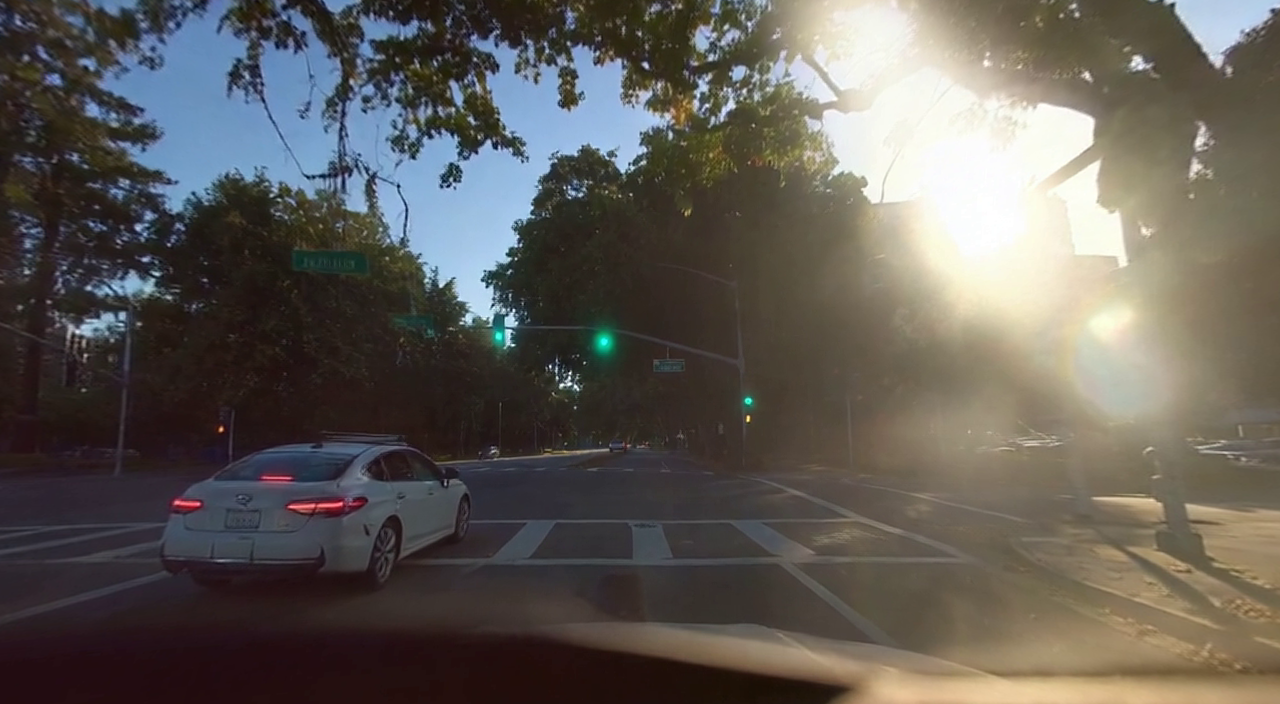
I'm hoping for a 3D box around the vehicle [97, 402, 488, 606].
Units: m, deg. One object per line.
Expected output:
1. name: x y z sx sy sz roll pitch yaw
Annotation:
1. vehicle: -3.295 1.537 7.320 2.076 1.599 4.483 0 -8 -2
